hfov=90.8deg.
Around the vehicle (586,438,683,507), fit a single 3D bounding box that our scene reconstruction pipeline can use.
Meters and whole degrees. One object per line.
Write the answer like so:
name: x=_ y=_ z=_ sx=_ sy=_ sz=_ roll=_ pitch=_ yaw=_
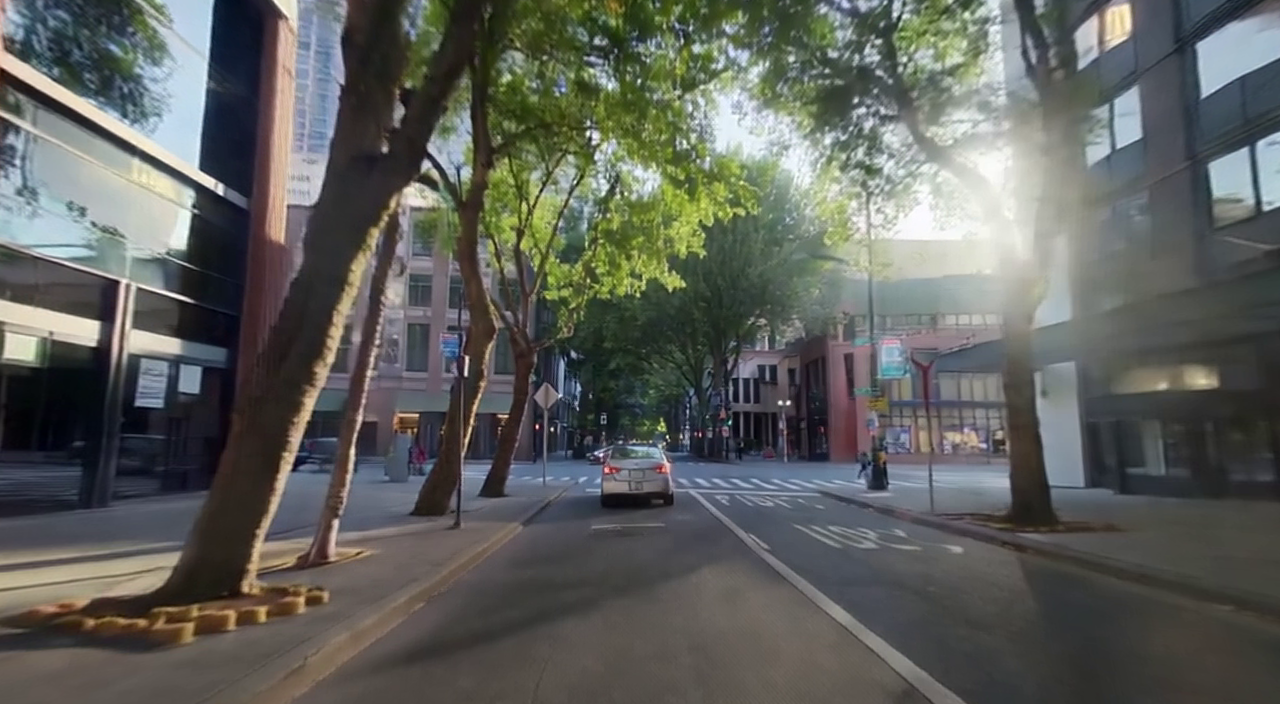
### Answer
vehicle: x=-0.130 y=2.965 z=16.049 sx=2.106 sy=1.482 sz=4.459 roll=0 pitch=-8 yaw=0
